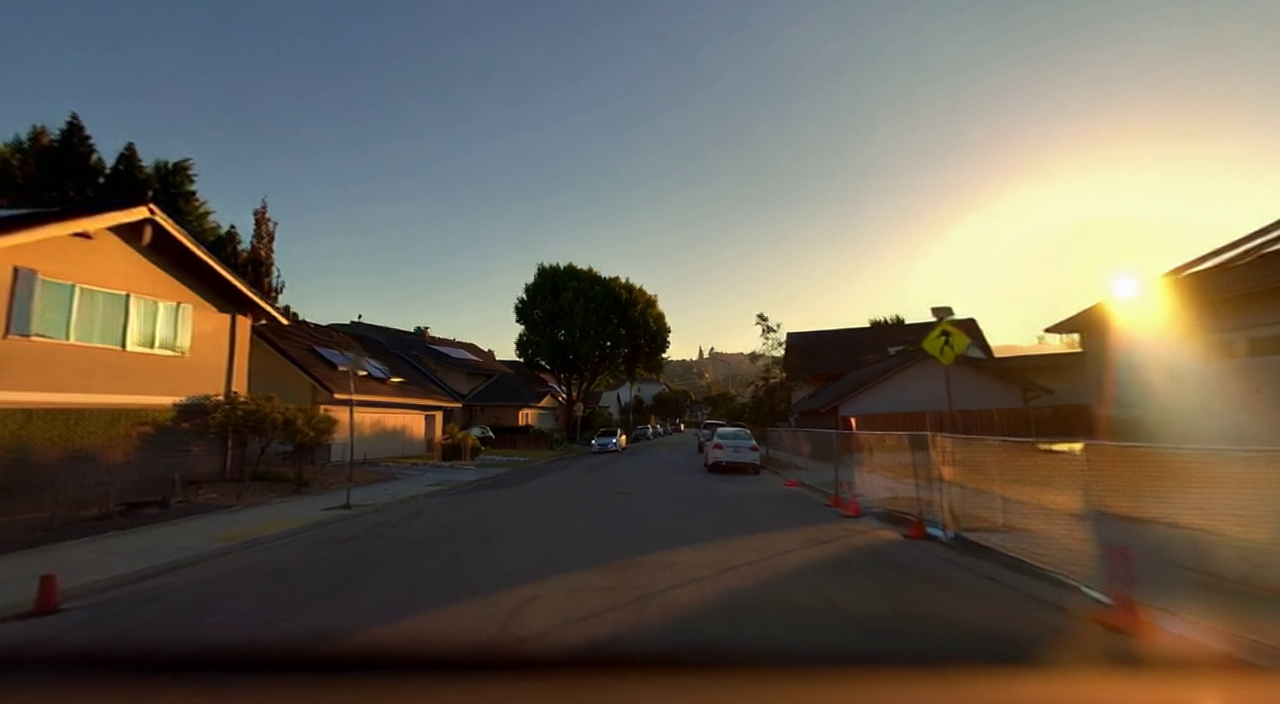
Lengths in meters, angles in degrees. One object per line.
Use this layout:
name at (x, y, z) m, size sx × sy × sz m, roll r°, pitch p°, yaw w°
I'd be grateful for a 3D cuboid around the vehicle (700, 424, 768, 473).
vehicle at (3.073, 3.223, 21.303) m, size 1.998 × 1.494 × 3.927 m, roll -1°, pitch -8°, yaw 5°

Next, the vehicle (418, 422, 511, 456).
vehicle at (-9.297, 4.634, 33.535) m, size 4.205 × 1.745 × 2.121 m, roll -1°, pitch -8°, yaw 6°

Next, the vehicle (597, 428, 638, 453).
vehicle at (-1.346, 5.586, 39.941) m, size 1.972 × 1.499 × 4.191 m, roll -1°, pitch -8°, yaw 7°
